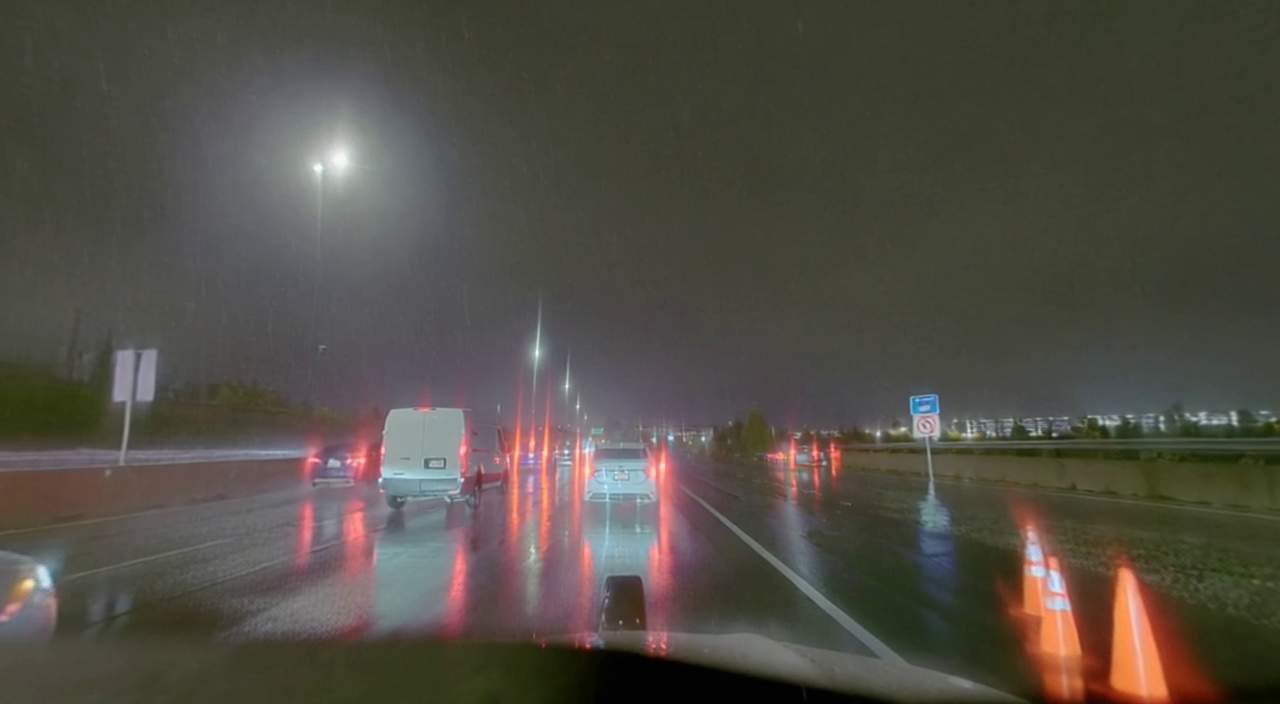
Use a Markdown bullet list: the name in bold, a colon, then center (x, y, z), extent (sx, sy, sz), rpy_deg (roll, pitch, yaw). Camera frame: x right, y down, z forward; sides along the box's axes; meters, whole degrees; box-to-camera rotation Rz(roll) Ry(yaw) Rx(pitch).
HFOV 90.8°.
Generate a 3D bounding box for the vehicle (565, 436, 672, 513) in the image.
- **vehicle**: center (-0.442, 2.674, 14.279), extent (2.069, 1.484, 3.918), rpy_deg (0, -9, -1)

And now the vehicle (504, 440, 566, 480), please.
- **vehicle**: center (-4.149, 4.316, 25.553), extent (1.824, 1.459, 4.007), rpy_deg (0, -9, 0)

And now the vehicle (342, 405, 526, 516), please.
- **vehicle**: center (-4.286, 2.410, 14.501), extent (2.324, 2.012, 5.740), rpy_deg (0, -9, -1)
